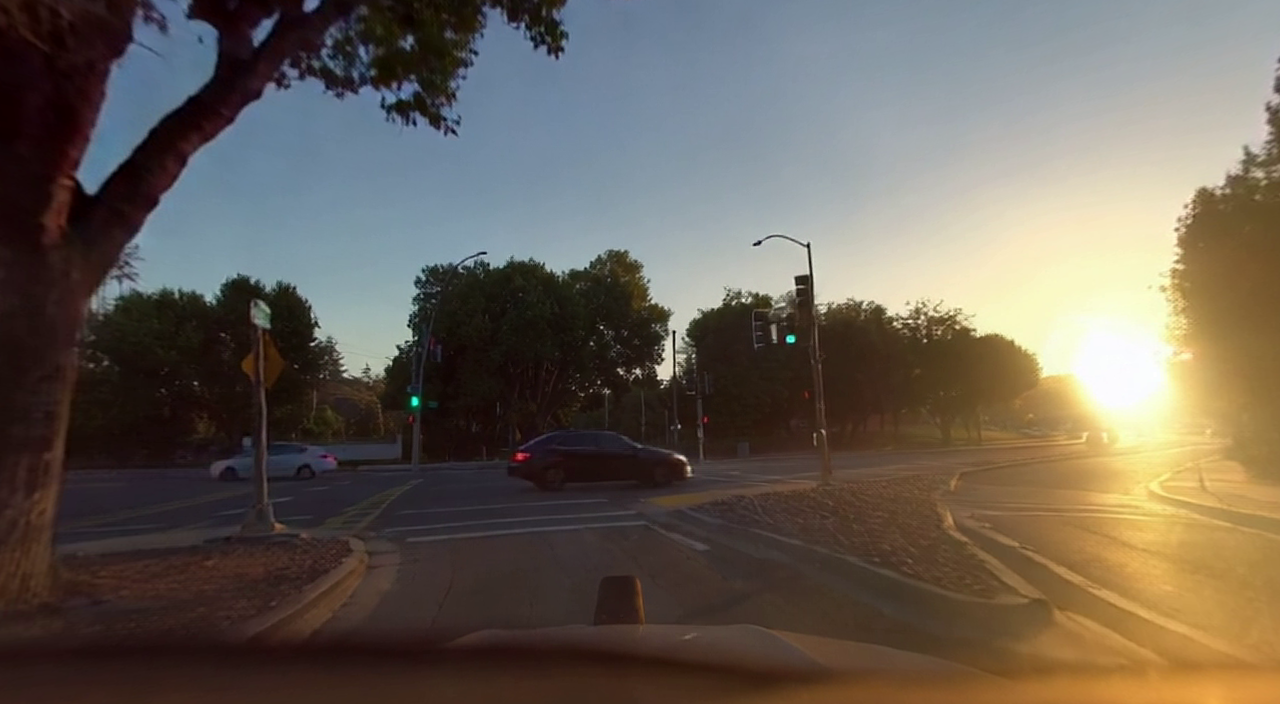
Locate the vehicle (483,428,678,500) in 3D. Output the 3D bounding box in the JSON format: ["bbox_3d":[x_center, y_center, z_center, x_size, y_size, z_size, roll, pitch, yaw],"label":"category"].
[{"bbox_3d":[-1.508,2.814,16.269,4.545,1.602,2.014,4,-10,-27],"label":"vehicle"}]

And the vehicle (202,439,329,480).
[{"bbox_3d":[-16.359,4.697,27.892,4.602,1.667,1.933,4,-9,-26],"label":"vehicle"}]
